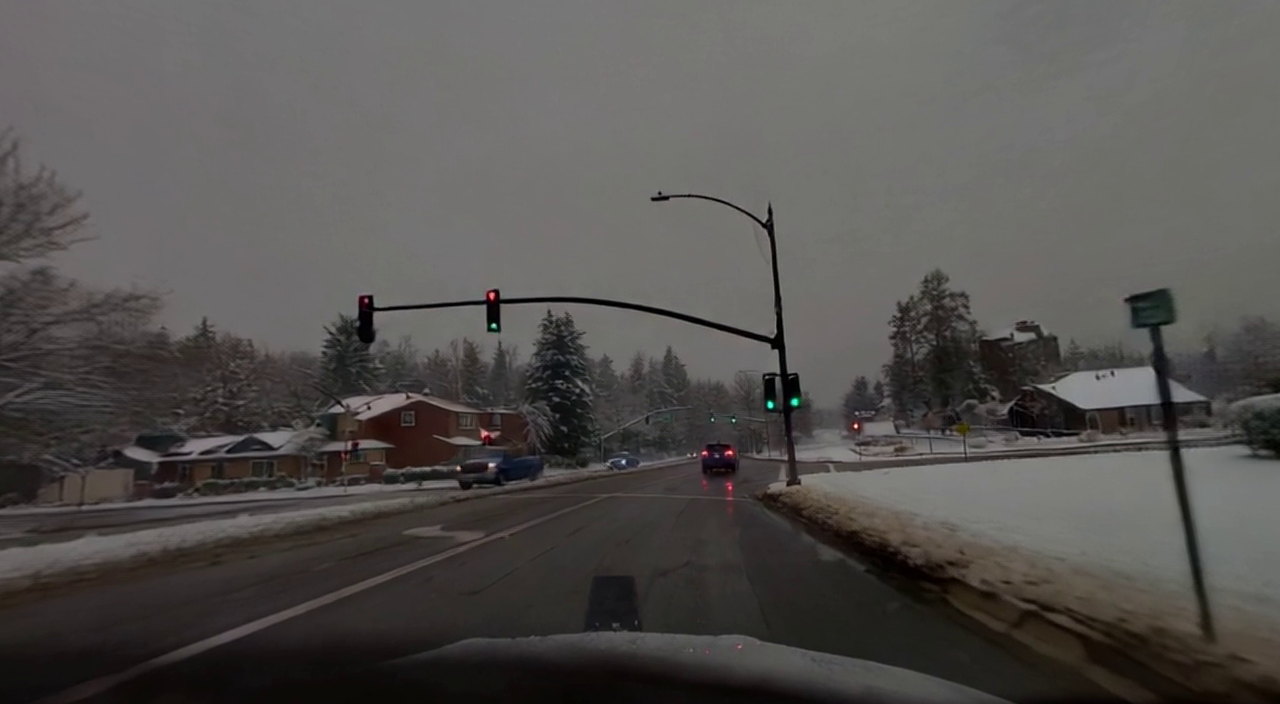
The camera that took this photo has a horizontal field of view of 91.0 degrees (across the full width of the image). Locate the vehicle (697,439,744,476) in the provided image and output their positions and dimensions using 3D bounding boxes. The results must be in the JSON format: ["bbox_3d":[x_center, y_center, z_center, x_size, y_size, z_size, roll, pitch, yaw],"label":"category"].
[{"bbox_3d":[4.573,5.847,35.182,2.059,1.908,4.714,-2,-9,13],"label":"vehicle"}]

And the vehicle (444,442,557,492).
[{"bbox_3d":[-6.344,5.340,29.846,2.369,2.041,6.995,-2,-9,13],"label":"vehicle"}]

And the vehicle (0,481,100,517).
[{"bbox_3d":[-32.456,7.812,33.616,4.697,1.691,2.486,1,-9,-7],"label":"vehicle"}]
